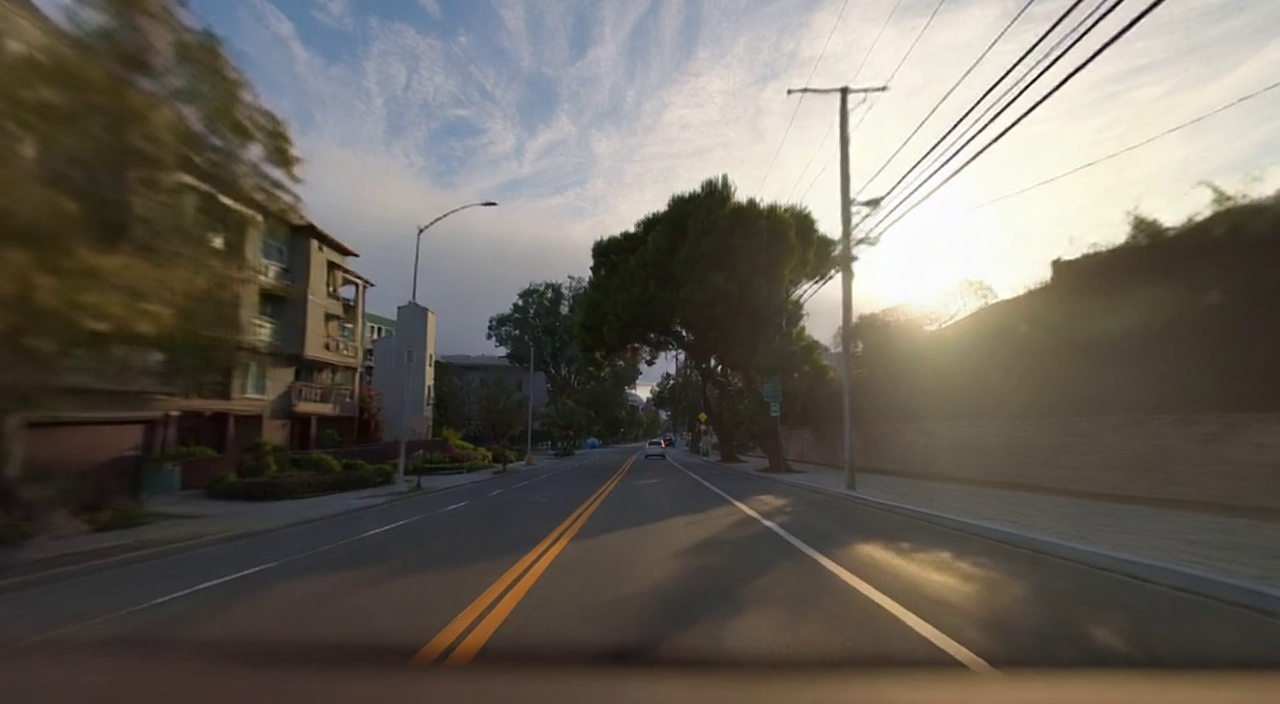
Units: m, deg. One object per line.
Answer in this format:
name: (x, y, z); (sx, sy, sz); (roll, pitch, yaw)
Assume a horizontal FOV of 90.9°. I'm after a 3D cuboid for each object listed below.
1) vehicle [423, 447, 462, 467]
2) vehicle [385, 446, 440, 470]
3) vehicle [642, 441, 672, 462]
vehicle: (-15.326, 8.120, 49.106); (1.692, 1.477, 3.902); (0, -9, 1)
vehicle: (-15.531, 7.262, 43.359); (2.113, 1.501, 4.659); (0, -9, -1)
vehicle: (1.193, 7.358, 46.508); (2.097, 1.463, 4.043); (0, -9, 0)
